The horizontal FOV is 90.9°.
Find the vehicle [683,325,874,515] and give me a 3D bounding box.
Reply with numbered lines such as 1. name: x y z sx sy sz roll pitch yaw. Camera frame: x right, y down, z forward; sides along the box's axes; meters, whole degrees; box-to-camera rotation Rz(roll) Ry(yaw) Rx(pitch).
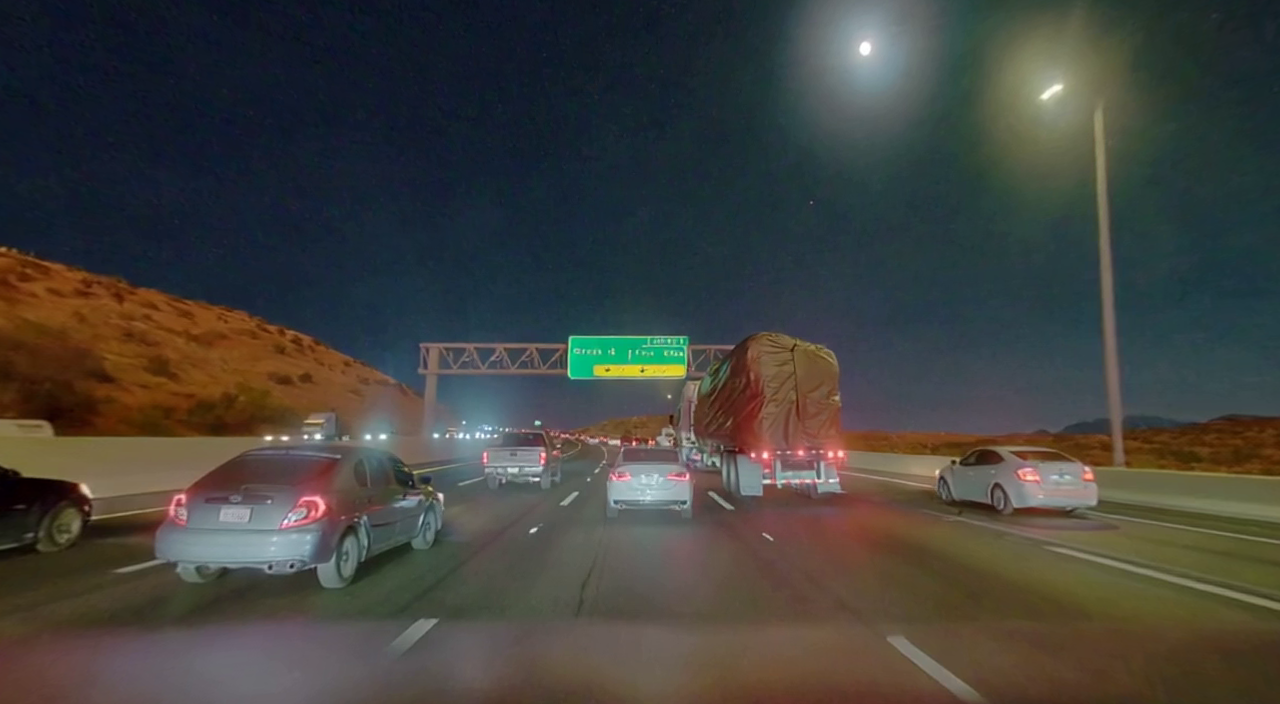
1. vehicle: 3.349 2.222 19.123 2.759 4.098 10.906 0 -8 -3

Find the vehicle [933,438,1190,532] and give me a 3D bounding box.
1. vehicle: 7.783 2.447 12.298 2.092 1.495 4.194 0 -8 0

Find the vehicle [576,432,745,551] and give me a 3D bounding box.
1. vehicle: 0.228 2.042 9.947 2.105 1.471 3.978 0 -8 -1

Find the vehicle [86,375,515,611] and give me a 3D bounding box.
1. vehicle: -3.281 1.523 7.861 2.318 1.902 5.374 0 -8 0

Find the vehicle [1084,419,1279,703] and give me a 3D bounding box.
1. vehicle: 3.548 0.794 1.082 2.169 1.447 4.817 0 -8 2

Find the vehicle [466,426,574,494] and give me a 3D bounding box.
1. vehicle: -3.507 3.278 19.547 2.348 1.821 5.061 0 -8 0
